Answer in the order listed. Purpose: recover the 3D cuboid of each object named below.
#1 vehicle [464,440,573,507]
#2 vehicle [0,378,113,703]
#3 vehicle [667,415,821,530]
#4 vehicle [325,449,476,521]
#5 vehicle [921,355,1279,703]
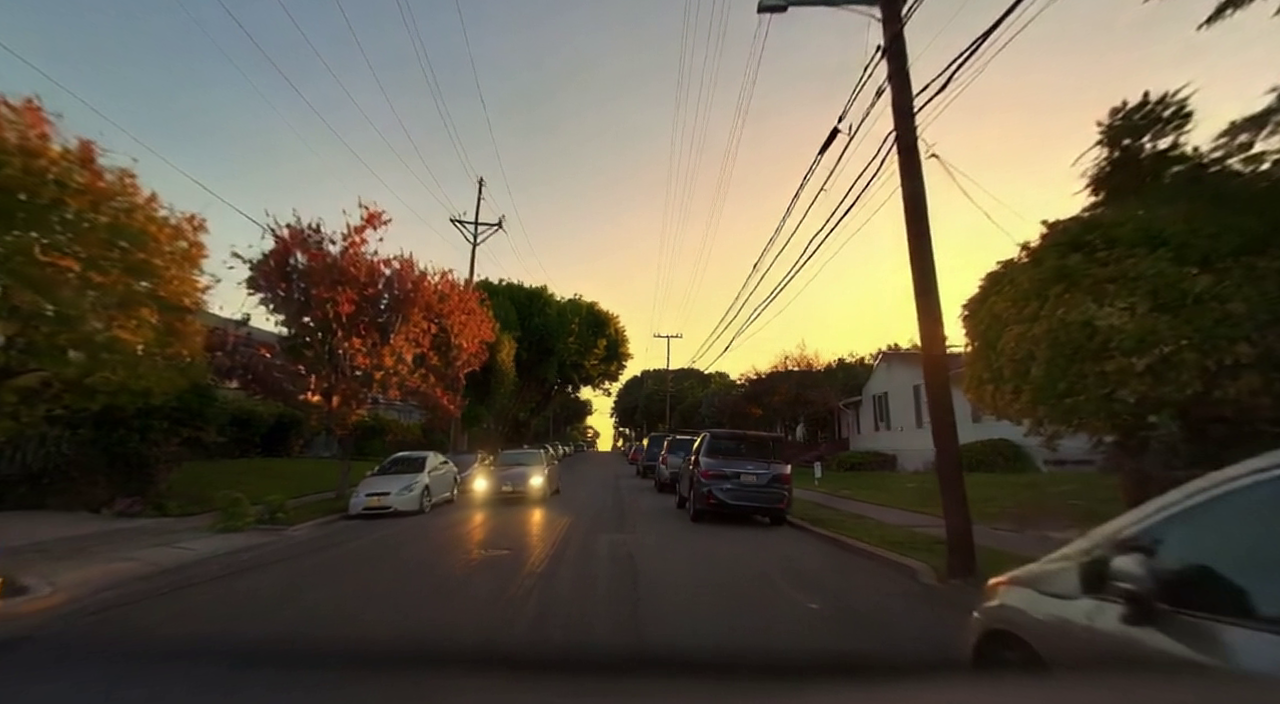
[{"bbox_3d":[-3.061,3.180,17.112,2.060,1.525,4.876,0,-8,-1],"label":"vehicle"},{"bbox_3d":[-4.619,0.851,1.912,2.110,1.875,4.603,0,-8,-2],"label":"vehicle"},{"bbox_3d":[1.801,2.303,12.645,2.032,1.839,4.597,1,-8,-4],"label":"vehicle"},{"bbox_3d":[-5.489,3.069,15.161,1.932,1.431,4.198,0,-8,1],"label":"vehicle"},{"bbox_3d":[2.282,0.639,0.240,2.034,1.530,4.790,1,-8,-2],"label":"vehicle"}]
